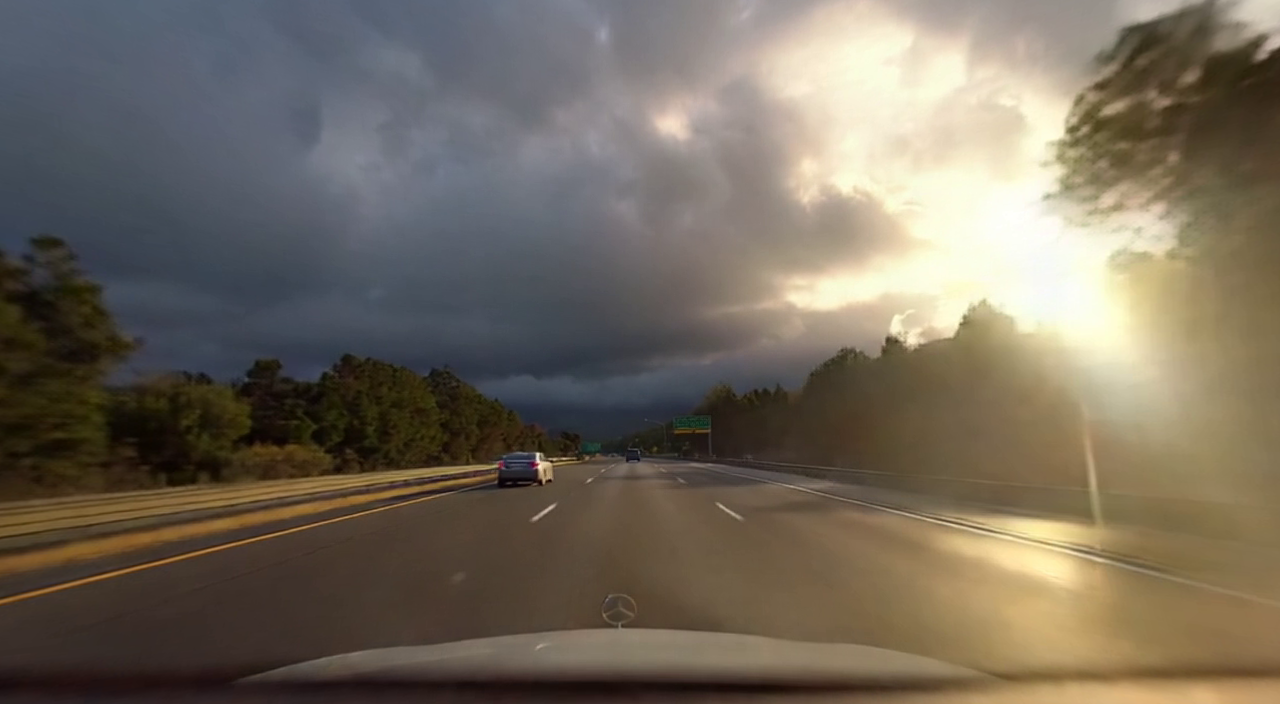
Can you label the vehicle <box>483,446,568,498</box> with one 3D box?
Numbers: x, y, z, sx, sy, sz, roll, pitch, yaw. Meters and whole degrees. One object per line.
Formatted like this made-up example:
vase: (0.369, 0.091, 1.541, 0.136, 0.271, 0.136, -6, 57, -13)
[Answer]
vehicle: (-3.546, 3.783, 20.196, 1.970, 1.492, 3.944, 0, -9, 0)
